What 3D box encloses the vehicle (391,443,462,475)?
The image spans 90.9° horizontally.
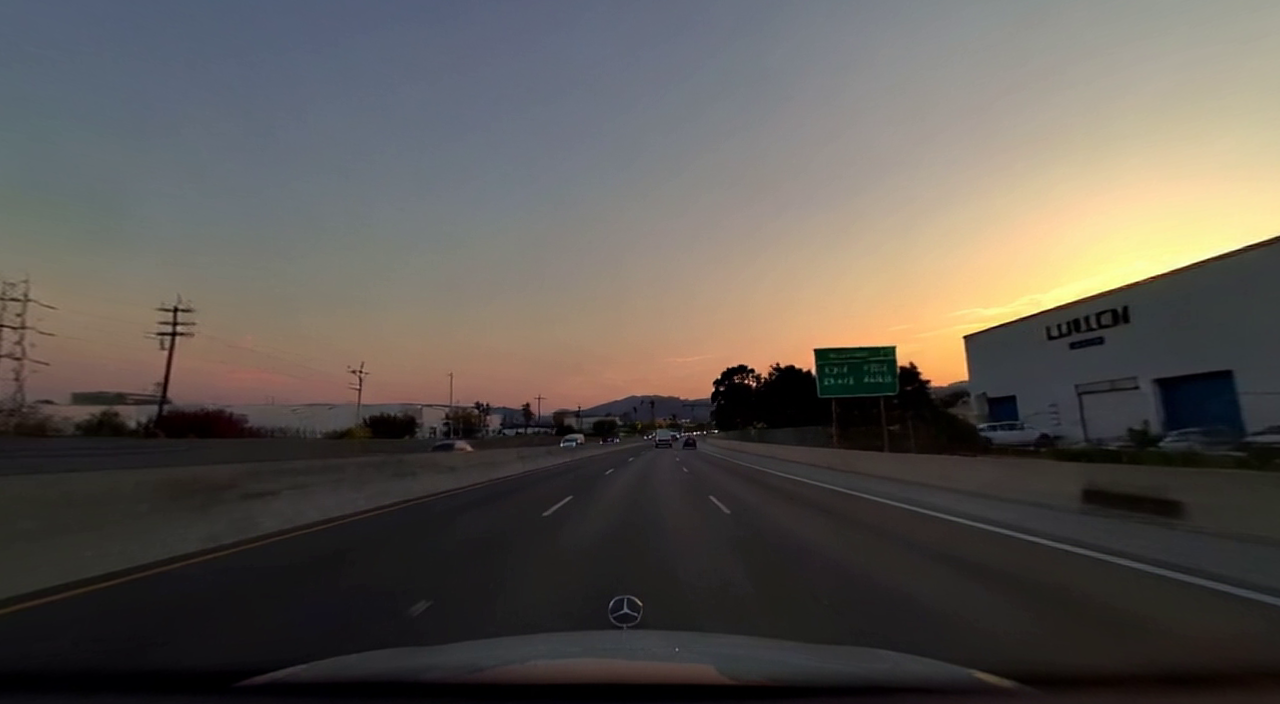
[{"bbox_3d":[-10.563,5.287,31.553,1.886,1.454,4.563,0,-8,1],"label":"vehicle"}]
